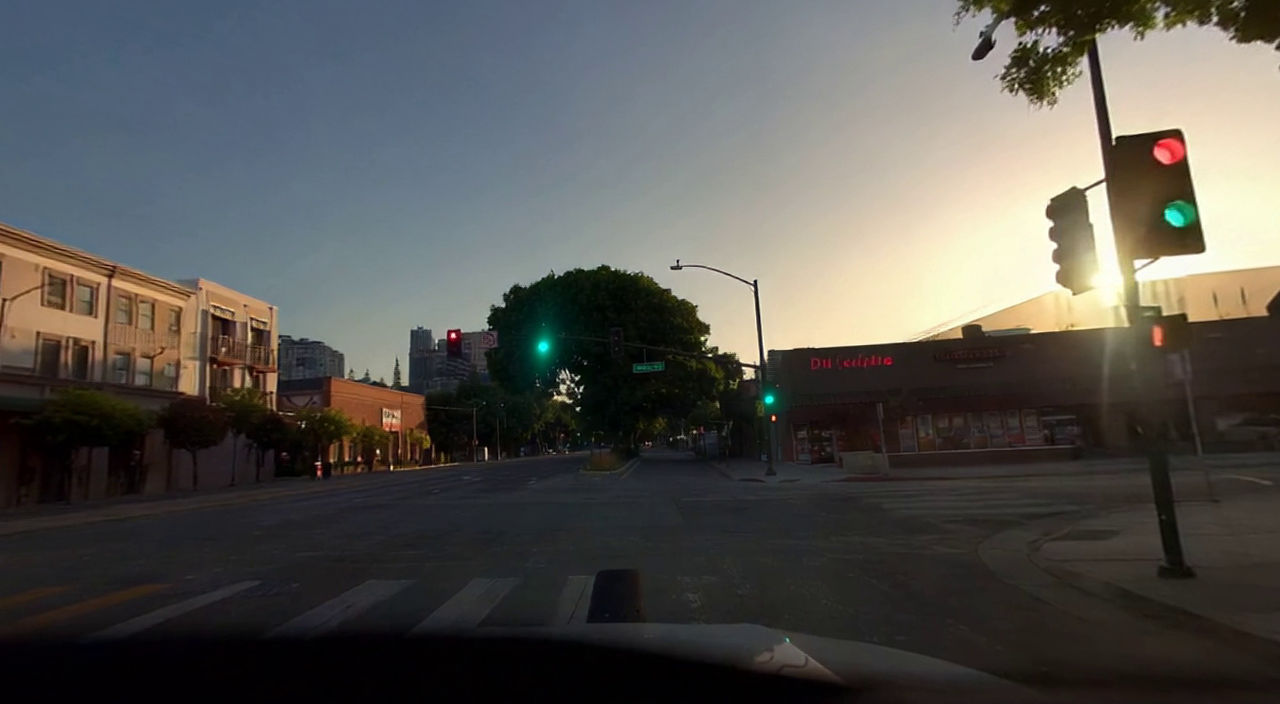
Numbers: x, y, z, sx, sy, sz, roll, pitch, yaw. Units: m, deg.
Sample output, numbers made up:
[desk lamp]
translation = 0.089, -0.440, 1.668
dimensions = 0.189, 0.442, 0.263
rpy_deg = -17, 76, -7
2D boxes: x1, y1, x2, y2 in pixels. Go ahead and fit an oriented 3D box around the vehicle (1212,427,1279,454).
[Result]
[vehicle]
translation = 35.326, 4.972, 35.193
dimensions = 4.493, 1.453, 1.849
rpy_deg = 0, -9, 2
